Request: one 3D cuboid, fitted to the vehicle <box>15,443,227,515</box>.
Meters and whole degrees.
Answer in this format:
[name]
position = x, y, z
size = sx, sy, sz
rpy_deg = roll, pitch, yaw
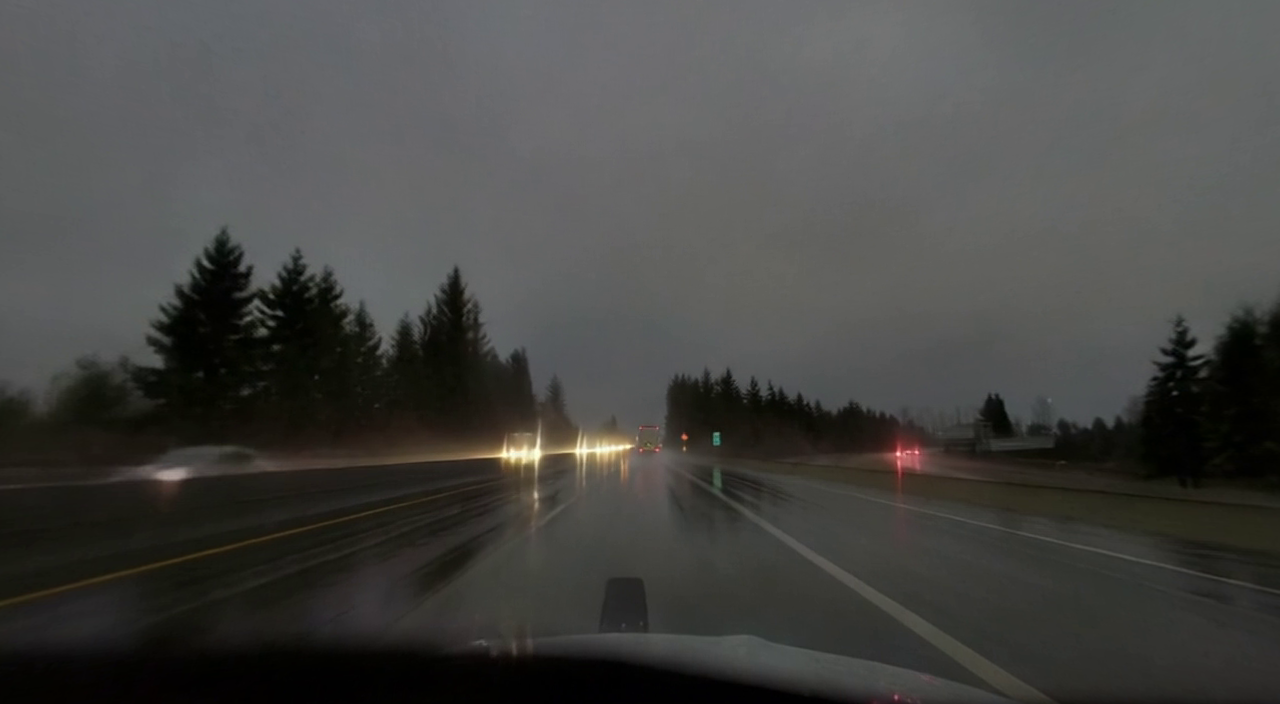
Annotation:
[vehicle]
position = -12.000, 2.924, 14.963
size = 1.761, 1.451, 3.782
rpy_deg = 0, -9, 0
